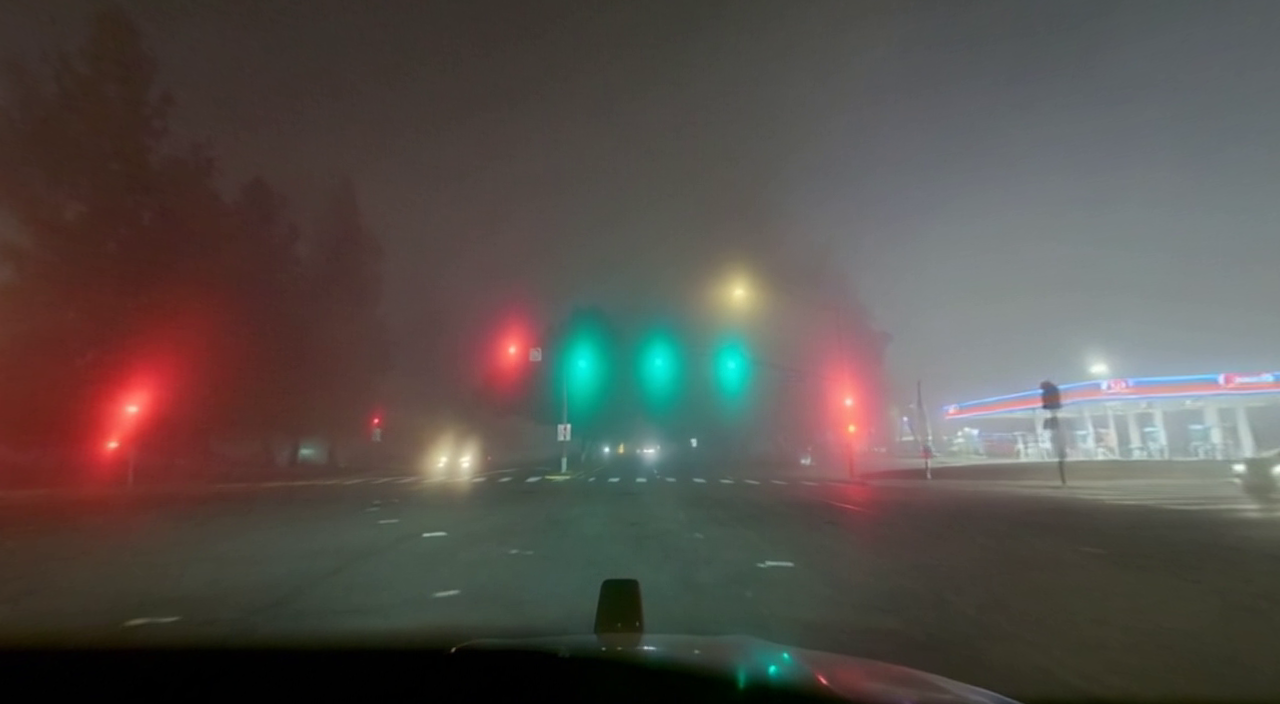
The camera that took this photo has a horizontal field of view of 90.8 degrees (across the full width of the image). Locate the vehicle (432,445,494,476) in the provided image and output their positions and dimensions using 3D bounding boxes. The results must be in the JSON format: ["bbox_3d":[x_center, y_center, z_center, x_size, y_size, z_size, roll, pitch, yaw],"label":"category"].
[{"bbox_3d":[-9.551,5.896,34.428,2.029,1.452,4.598,-3,-9,0],"label":"vehicle"}]
